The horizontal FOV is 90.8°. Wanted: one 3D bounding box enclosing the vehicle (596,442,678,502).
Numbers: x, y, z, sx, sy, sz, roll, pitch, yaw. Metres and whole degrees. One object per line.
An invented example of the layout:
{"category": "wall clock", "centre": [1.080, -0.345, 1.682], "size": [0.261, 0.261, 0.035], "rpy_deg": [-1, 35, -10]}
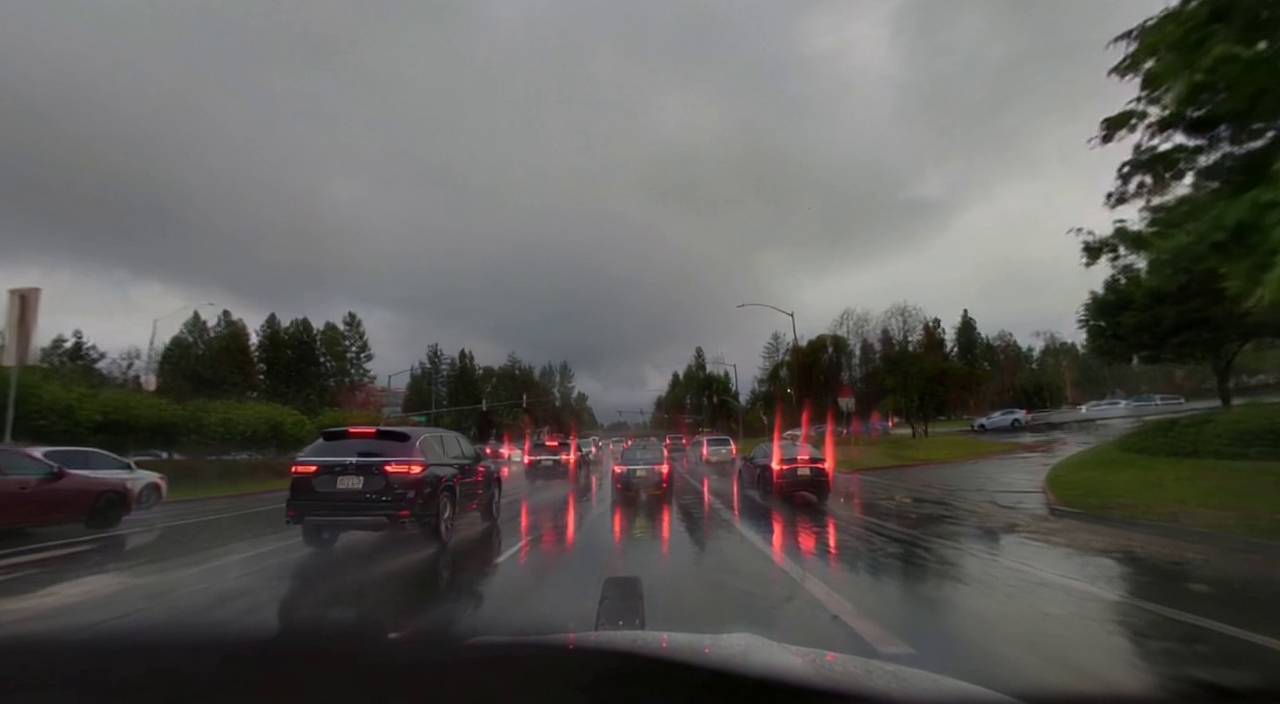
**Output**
{"category": "vehicle", "centre": [-0.058, 3.340, 18.048], "size": [2.030, 1.477, 4.330], "rpy_deg": [0, -9, 1]}

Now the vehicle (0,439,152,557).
{"category": "vehicle", "centre": [-9.198, 1.874, 8.170], "size": [2.146, 1.480, 4.589], "rpy_deg": [0, -9, -1]}

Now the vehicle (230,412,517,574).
{"category": "vehicle", "centre": [-3.424, 1.938, 9.607], "size": [2.111, 1.745, 5.274], "rpy_deg": [0, -9, -1]}

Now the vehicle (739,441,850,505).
{"category": "vehicle", "centre": [3.939, 3.148, 16.918], "size": [1.884, 1.463, 4.195], "rpy_deg": [0, -9, 0]}

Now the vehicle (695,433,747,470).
{"category": "vehicle", "centre": [4.236, 5.304, 33.770], "size": [2.099, 1.845, 4.363], "rpy_deg": [0, -9, -1]}

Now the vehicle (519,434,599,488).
{"category": "vehicle", "centre": [-2.886, 4.036, 23.678], "size": [2.218, 1.829, 4.492], "rpy_deg": [-1, -9, 3]}
